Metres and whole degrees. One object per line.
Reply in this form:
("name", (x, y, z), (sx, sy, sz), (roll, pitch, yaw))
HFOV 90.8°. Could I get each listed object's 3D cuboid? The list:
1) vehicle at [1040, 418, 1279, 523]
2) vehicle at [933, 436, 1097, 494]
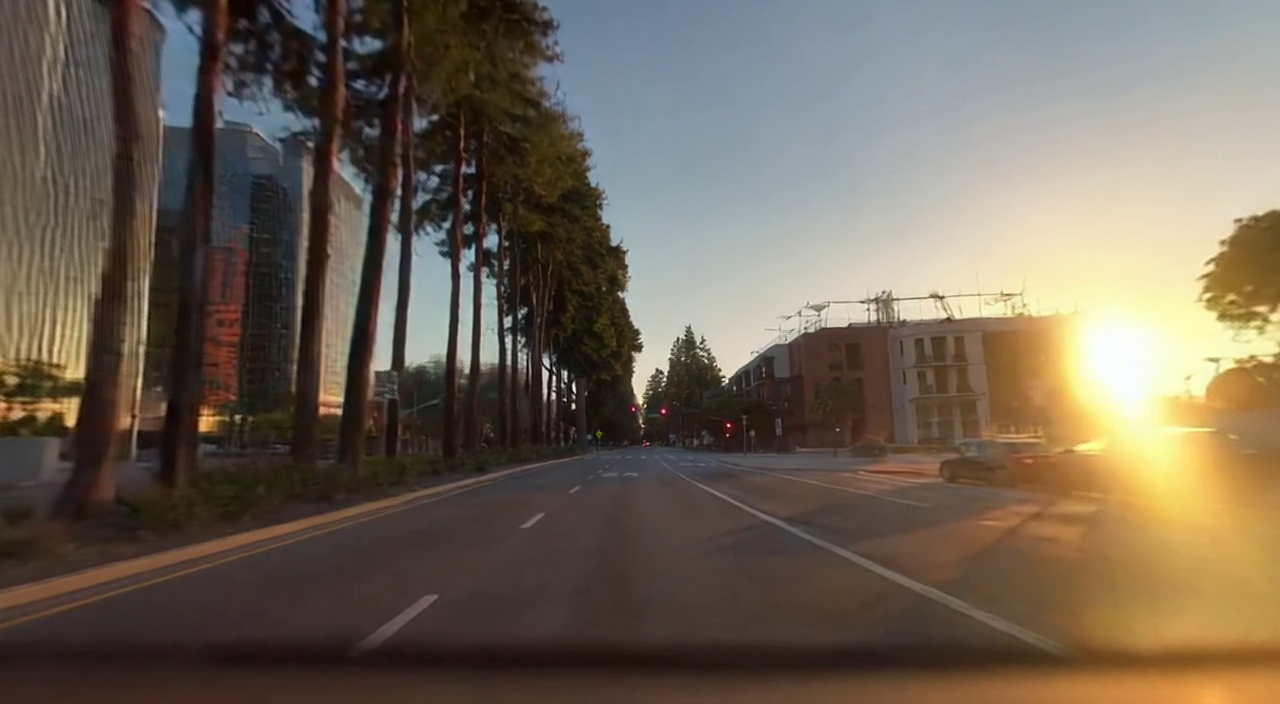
("vehicle", (10.771, 2.326, 12.941), (1.947, 1.716, 4.861), (0, -8, 0))
("vehicle", (10.913, 3.310, 18.919), (2.043, 1.491, 4.627), (0, -8, 0))
